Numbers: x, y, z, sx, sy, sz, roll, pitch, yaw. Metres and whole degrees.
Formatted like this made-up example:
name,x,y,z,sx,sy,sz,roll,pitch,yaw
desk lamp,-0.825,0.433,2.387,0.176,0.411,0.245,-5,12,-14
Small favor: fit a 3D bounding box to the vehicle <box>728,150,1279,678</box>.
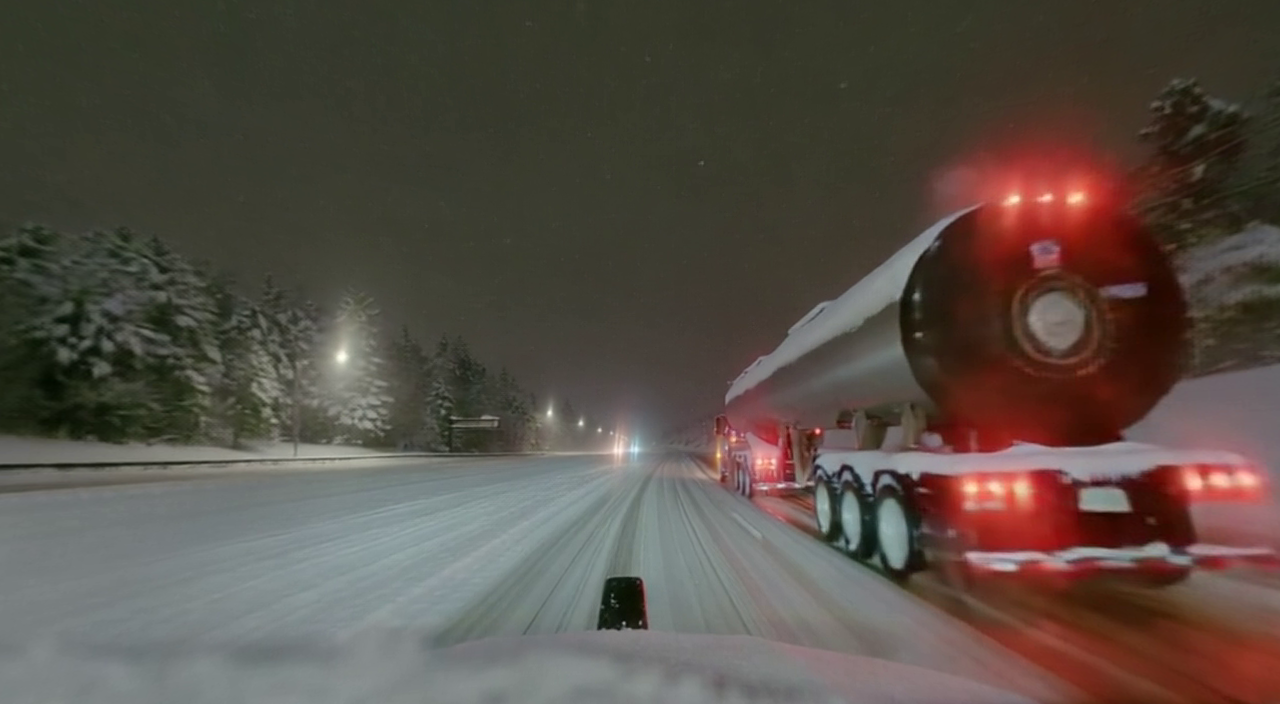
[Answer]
name,x,y,z,sx,sy,sz,roll,pitch,yaw
vehicle,4.017,1.376,11.473,2.880,3.624,14.397,0,-8,0
